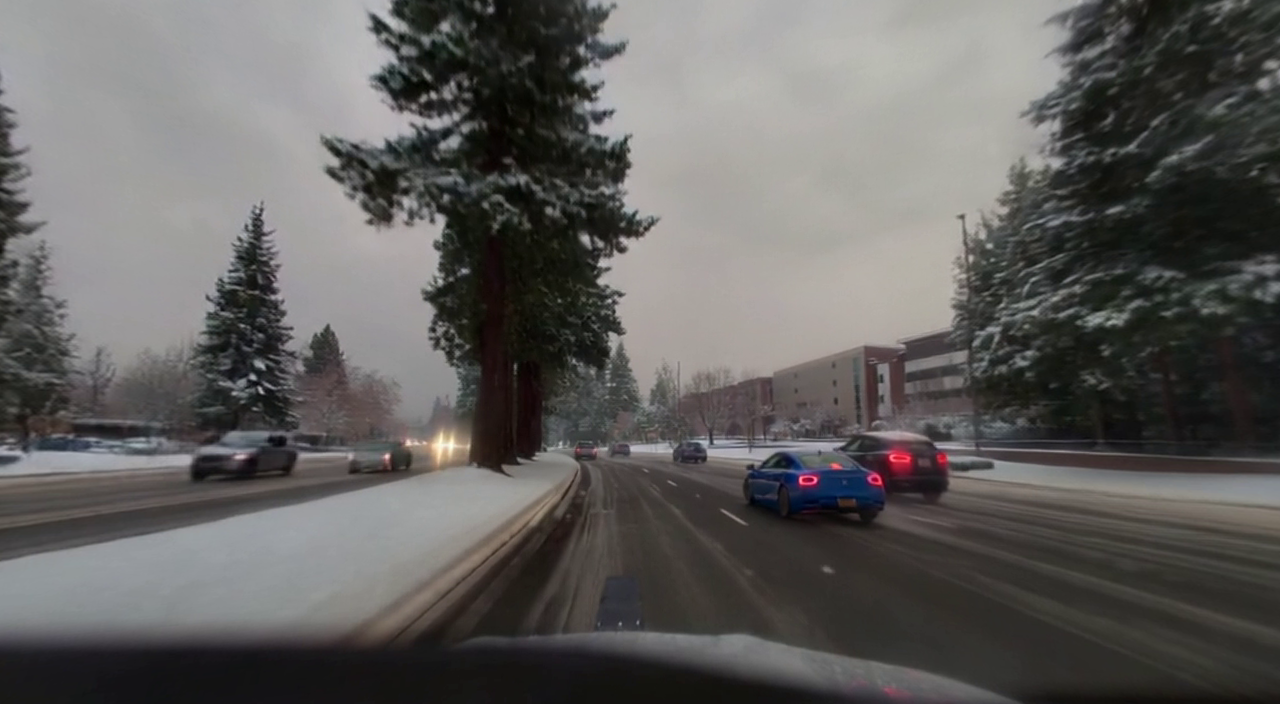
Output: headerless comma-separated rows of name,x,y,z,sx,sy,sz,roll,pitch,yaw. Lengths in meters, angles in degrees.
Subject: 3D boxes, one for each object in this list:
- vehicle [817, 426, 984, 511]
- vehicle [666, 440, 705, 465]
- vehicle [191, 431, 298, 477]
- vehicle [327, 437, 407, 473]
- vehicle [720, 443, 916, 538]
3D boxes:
vehicle,6.048,2.746,15.355,1.987,1.730,4.373,0,-8,-3
vehicle,3.172,7.143,45.144,1.931,1.685,4.054,1,-9,-8
vehicle,-15.805,4.089,25.543,1.980,1.683,3.956,1,-8,-5
vehicle,-12.361,4.685,28.924,1.921,1.472,4.550,1,-8,-4
vehicle,2.861,2.332,11.364,1.990,1.347,4.388,1,-8,-4
